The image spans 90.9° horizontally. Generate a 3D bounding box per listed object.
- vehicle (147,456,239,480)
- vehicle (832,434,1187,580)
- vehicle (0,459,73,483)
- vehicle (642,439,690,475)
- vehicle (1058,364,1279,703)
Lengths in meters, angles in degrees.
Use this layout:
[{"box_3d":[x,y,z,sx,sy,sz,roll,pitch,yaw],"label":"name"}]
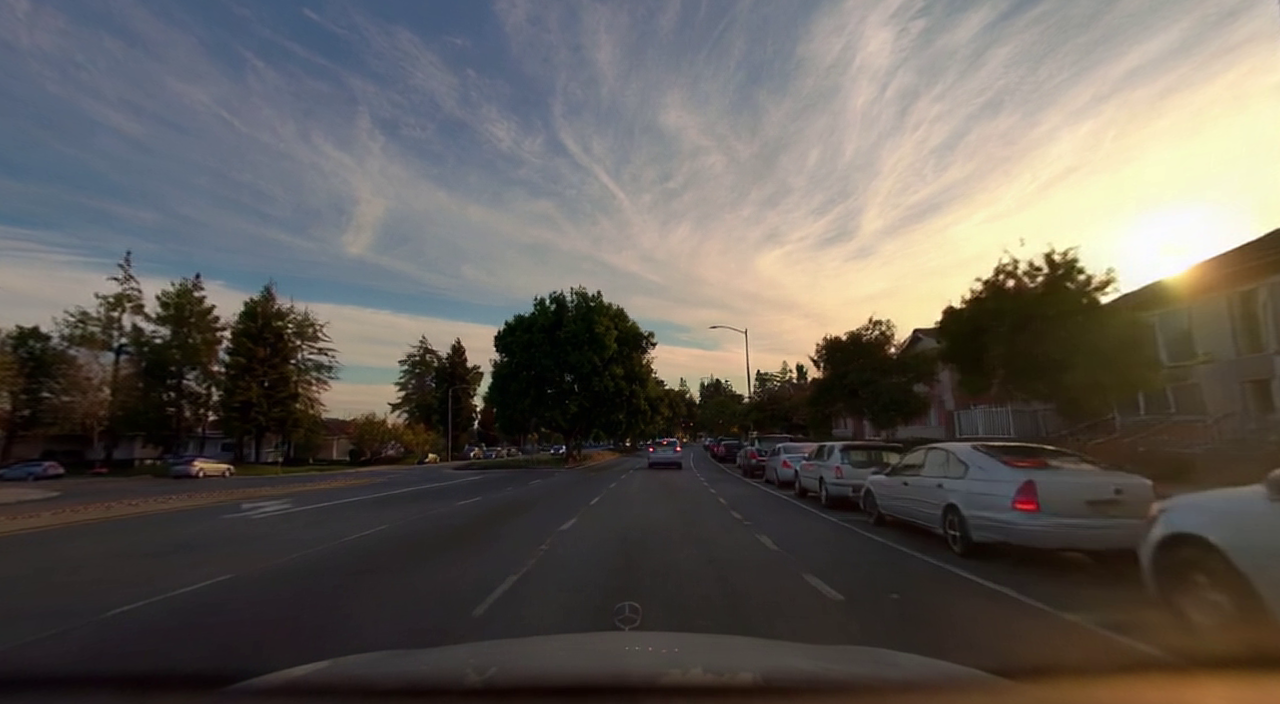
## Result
[{"box_3d":[-29.625,7.665,41.881,4.591,1.468,1.805,1,-9,-9],"label":"vehicle"},{"box_3d":[4.477,1.917,8.818,1.855,1.445,4.895,0,-8,-2],"label":"vehicle"},{"box_3d":[-41.131,7.985,42.491,4.292,1.497,1.883,-1,-9,8],"label":"vehicle"},{"box_3d":[1.169,4.765,28.864,2.011,1.480,4.170,0,-8,2],"label":"vehicle"},{"box_3d":[4.295,0.835,2.519,1.973,1.749,4.608,0,-8,-1],"label":"vehicle"}]
